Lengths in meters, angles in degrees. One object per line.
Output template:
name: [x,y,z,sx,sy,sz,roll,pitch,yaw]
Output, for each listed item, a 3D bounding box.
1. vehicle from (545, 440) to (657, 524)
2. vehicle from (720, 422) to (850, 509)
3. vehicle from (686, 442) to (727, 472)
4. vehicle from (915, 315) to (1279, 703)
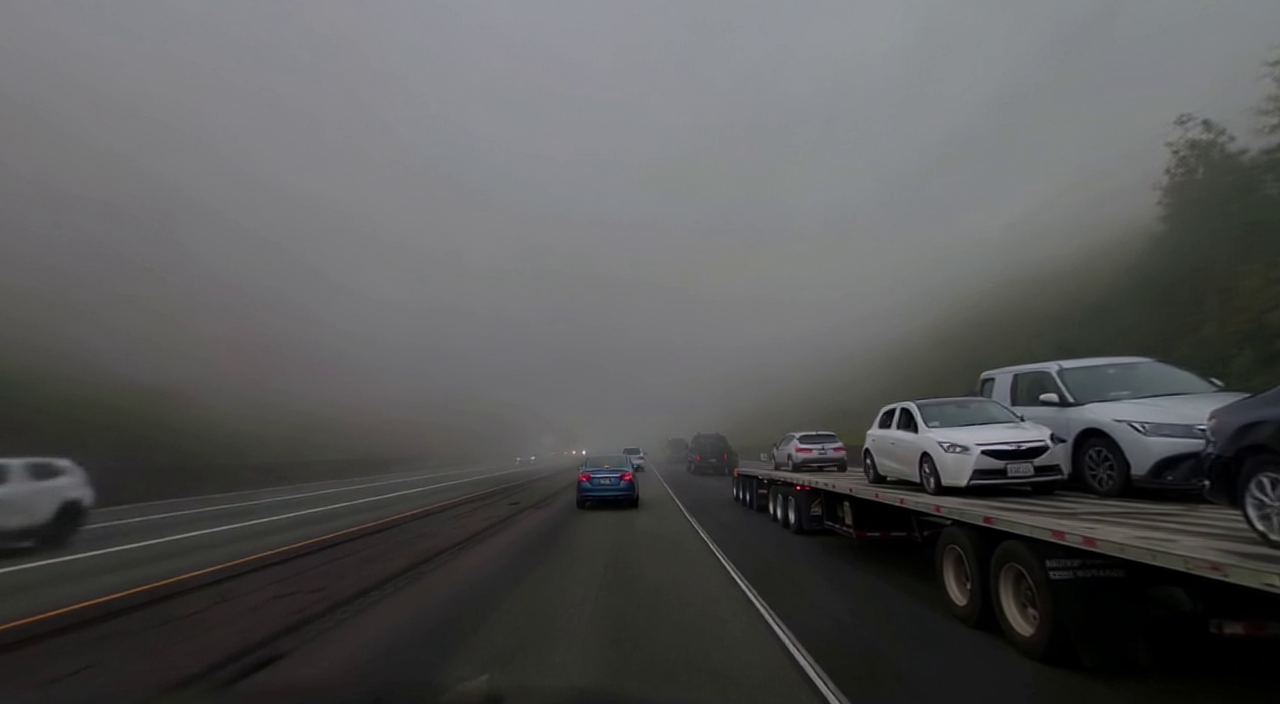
vehicle: [-0.683,2.618,13.131,1.991,1.466,3.675,0,-9,0]
vehicle: [3.425,2.789,15.798,2.303,1.889,3.920,0,-9,0]
vehicle: [3.914,6.254,37.600,1.938,1.660,4.223,0,-9,-1]
vehicle: [3.484,0.903,3.410,1.959,1.783,4.407,0,-9,0]
